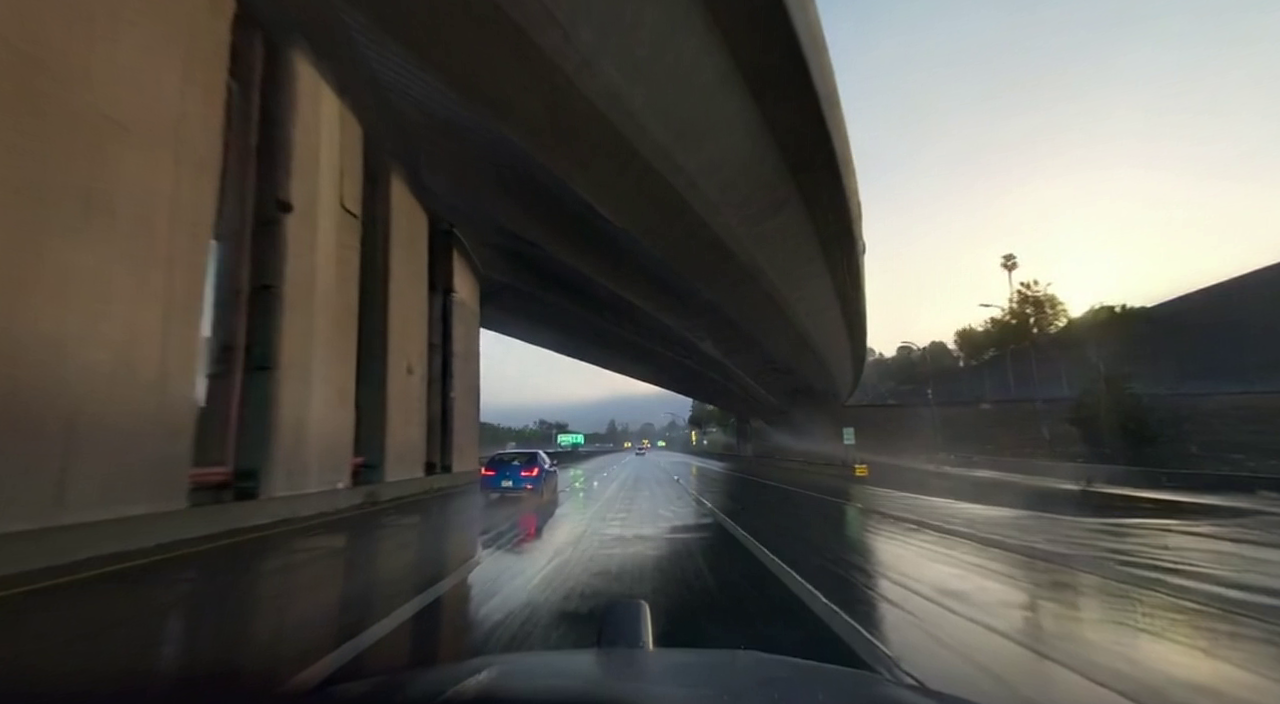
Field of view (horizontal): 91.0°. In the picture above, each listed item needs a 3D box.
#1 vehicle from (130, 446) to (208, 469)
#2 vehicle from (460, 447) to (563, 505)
[{"bbox_3d":[-33.946,7.585,45.528,1.882,1.521,4.666,0,-9,2],"label":"vehicle"},{"bbox_3d":[-3.590,3.533,18.442,2.044,1.478,4.114,0,-9,1],"label":"vehicle"}]
